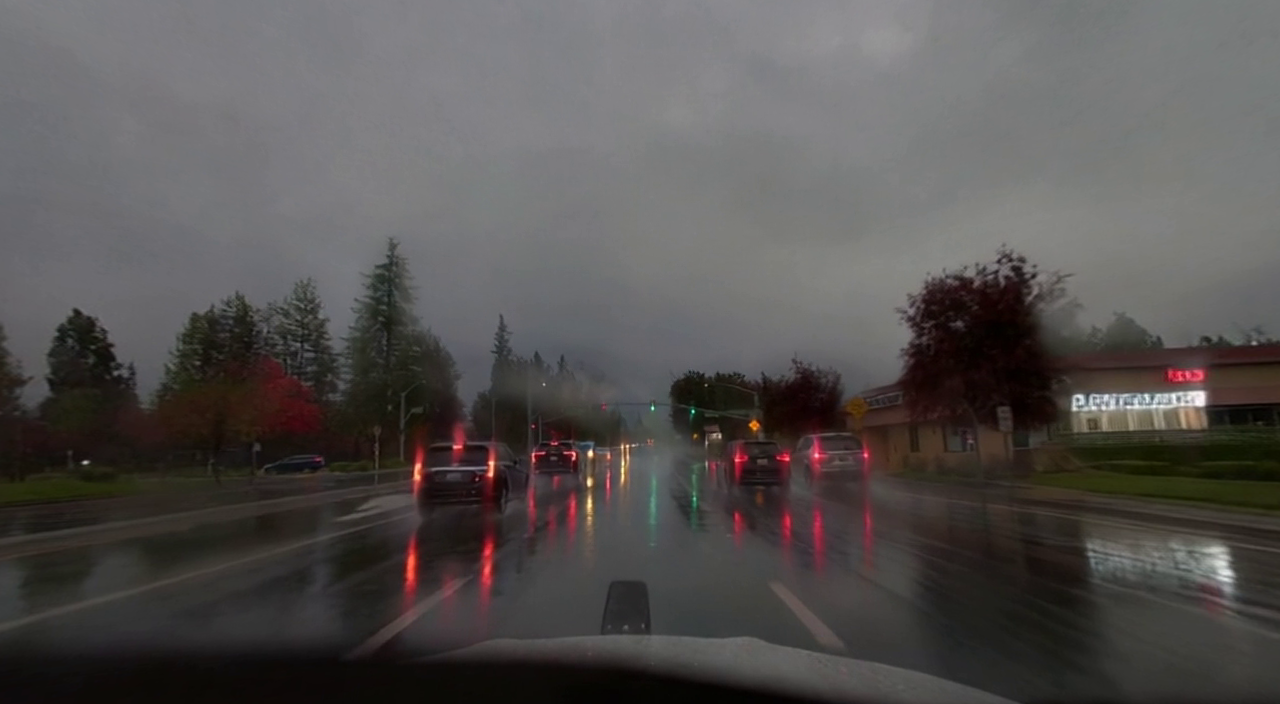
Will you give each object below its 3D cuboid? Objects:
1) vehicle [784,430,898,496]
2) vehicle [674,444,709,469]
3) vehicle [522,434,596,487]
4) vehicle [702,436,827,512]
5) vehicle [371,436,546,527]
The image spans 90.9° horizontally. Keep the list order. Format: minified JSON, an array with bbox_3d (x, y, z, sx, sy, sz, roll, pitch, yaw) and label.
[{"bbox_3d":[5.903,3.316,19.148,1.979,1.738,4.418,0,-9,0],"label":"vehicle"},{"bbox_3d":[3.486,7.183,43.473,2.030,1.628,4.080,0,-9,0],"label":"vehicle"},{"bbox_3d":[-3.043,4.200,24.716,2.187,1.825,4.621,0,-9,1],"label":"vehicle"},{"bbox_3d":[2.738,2.796,14.930,2.004,1.512,4.206,0,-9,-1],"label":"vehicle"},{"bbox_3d":[-3.388,2.517,12.889,2.087,1.494,4.626,0,-9,1],"label":"vehicle"}]
